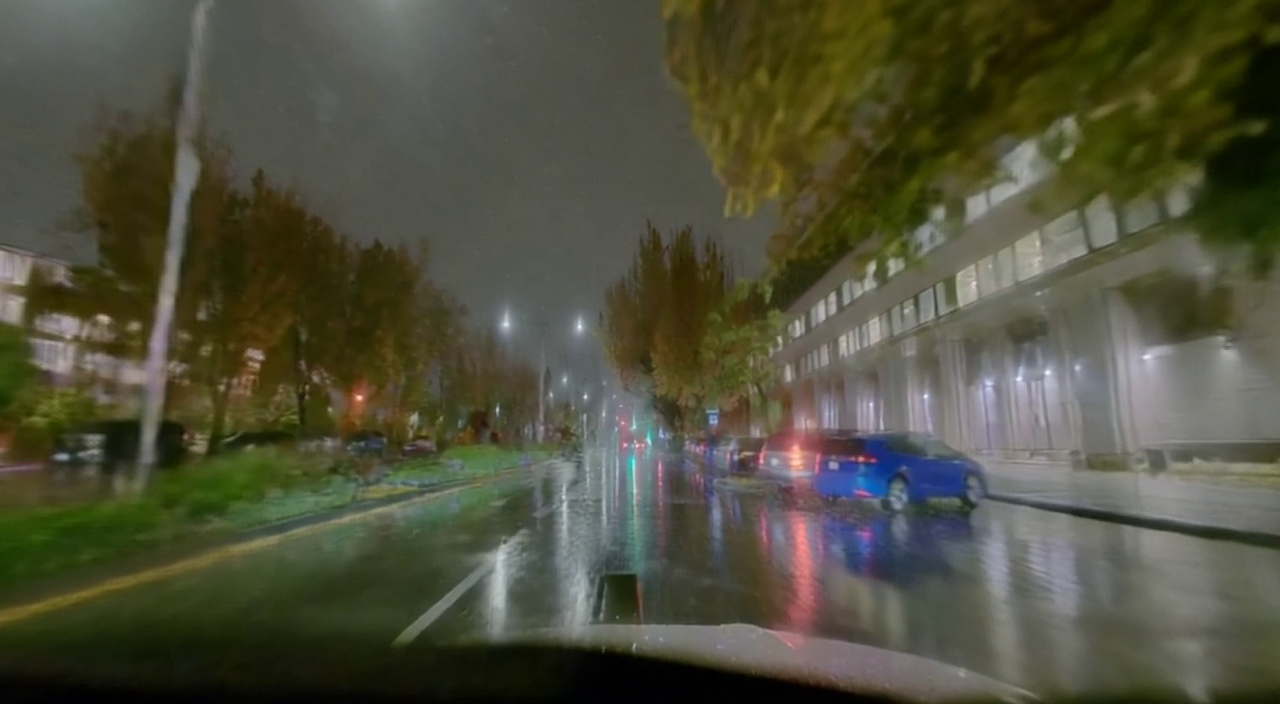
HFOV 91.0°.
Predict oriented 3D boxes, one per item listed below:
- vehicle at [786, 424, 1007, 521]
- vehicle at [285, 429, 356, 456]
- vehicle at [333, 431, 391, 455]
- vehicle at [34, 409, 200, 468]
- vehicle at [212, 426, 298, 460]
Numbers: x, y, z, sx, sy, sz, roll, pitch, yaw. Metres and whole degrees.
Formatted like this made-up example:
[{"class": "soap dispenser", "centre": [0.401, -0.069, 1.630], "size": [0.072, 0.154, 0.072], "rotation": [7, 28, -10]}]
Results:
[{"class": "vehicle", "centre": [4.873, 2.143, 11.805], "size": [4.047, 1.497, 1.898], "rotation": [5, -10, -36]}, {"class": "vehicle", "centre": [-18.719, 5.331, 37.089], "size": [1.811, 1.502, 4.639], "rotation": [0, -8, -1]}, {"class": "vehicle", "centre": [-18.980, 6.236, 43.196], "size": [1.869, 1.494, 4.833], "rotation": [0, -8, -2]}, {"class": "vehicle", "centre": [-18.771, 3.153, 22.936], "size": [1.972, 1.839, 4.553], "rotation": [3, -8, 1]}, {"class": "vehicle", "centre": [-18.789, 4.468, 30.935], "size": [1.807, 1.501, 4.134], "rotation": [0, -8, -3]}]
